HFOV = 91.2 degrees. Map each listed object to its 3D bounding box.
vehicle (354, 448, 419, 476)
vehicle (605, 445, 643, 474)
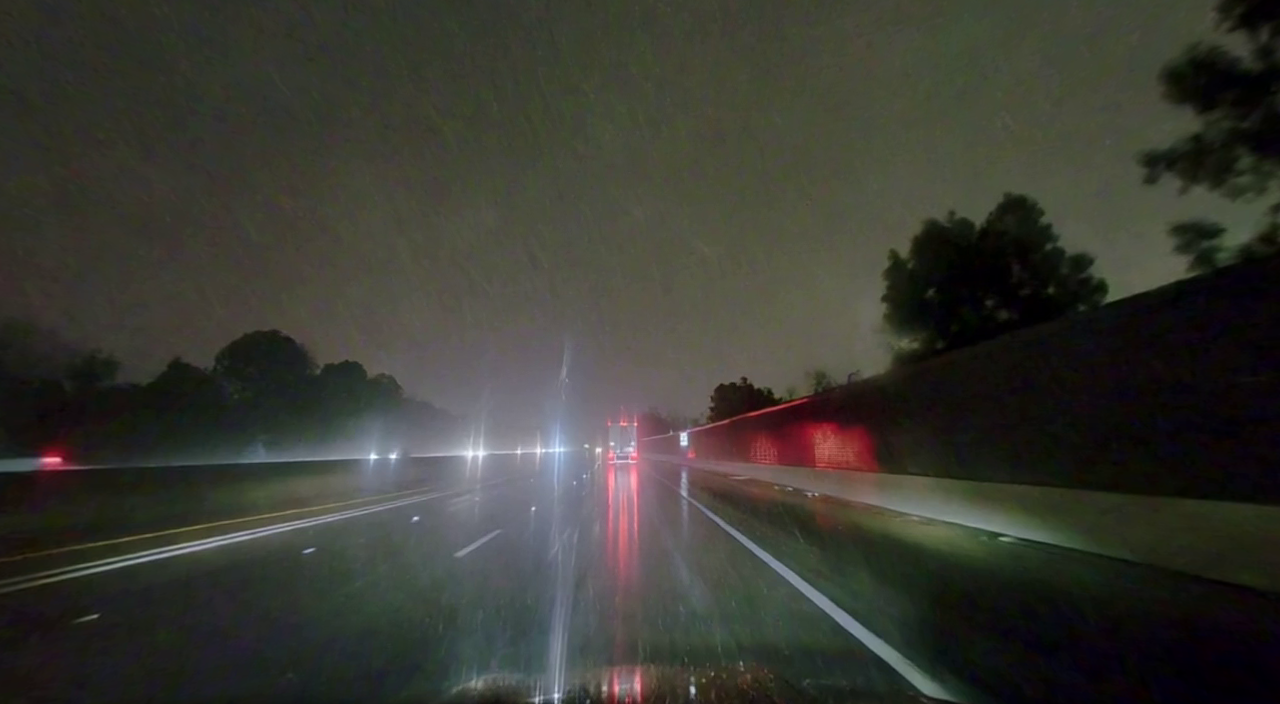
[{"bbox_3d":[-14.825,6.440,36.976,1.869,1.513,4.740,0,-9,0],"label":"vehicle"},{"bbox_3d":[-0.973,6.641,38.894,2.230,1.715,4.243,0,-9,-1],"label":"vehicle"}]
